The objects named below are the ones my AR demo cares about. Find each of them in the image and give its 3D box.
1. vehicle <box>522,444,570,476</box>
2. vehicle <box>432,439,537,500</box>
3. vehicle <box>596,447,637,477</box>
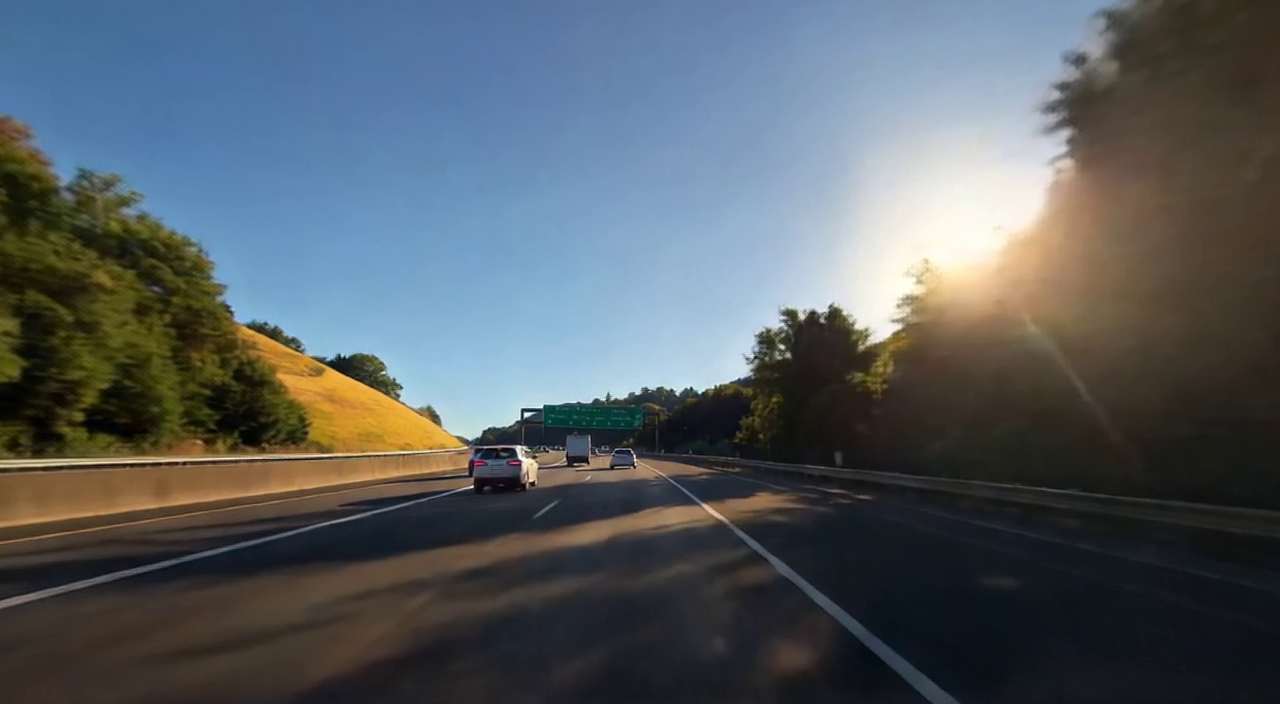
[{"bbox_3d":[-5.057,5.881,34.552,2.118,1.624,4.032,0,-9,-1],"label":"vehicle"},{"bbox_3d":[-4.578,3.532,19.308,2.208,1.619,4.162,0,-9,-1],"label":"vehicle"},{"bbox_3d":[-1.249,5.743,33.262,1.988,1.440,4.201,0,-9,-2],"label":"vehicle"}]
